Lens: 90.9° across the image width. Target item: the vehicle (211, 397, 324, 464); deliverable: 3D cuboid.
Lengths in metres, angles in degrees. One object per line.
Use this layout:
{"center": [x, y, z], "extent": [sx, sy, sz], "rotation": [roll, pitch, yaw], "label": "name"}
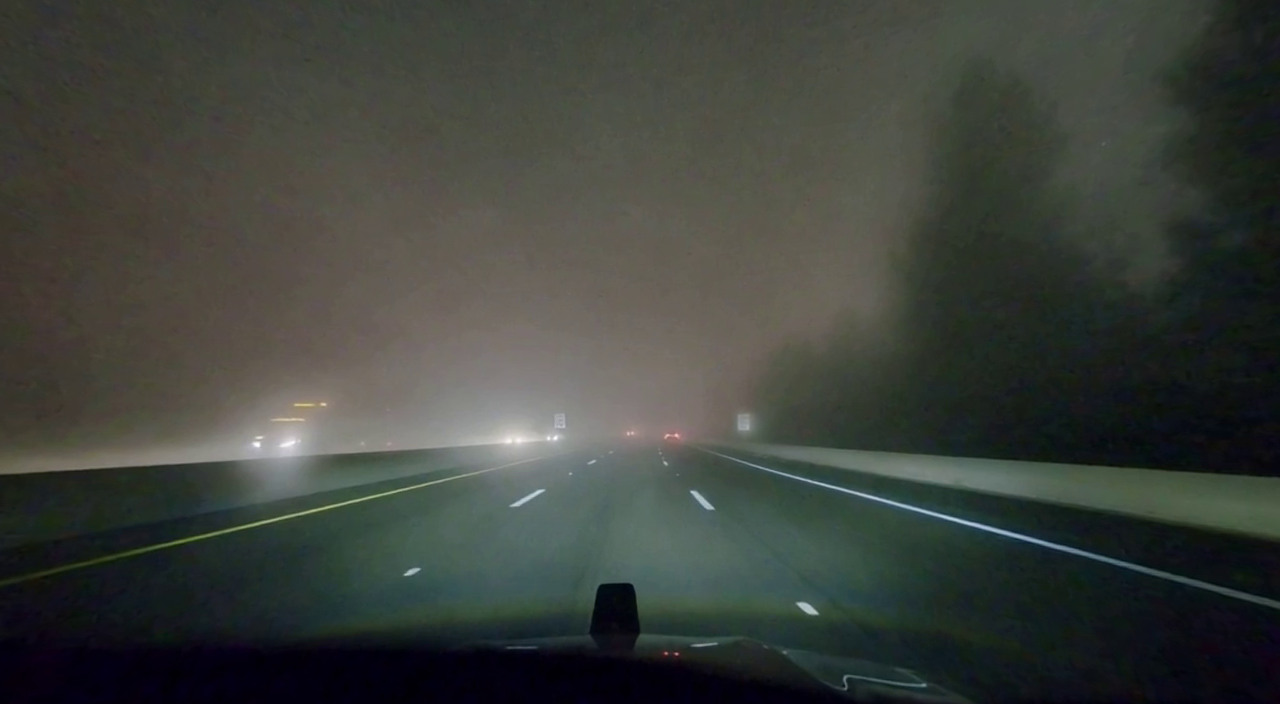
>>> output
{"center": [-23.982, 5.124, 41.083], "extent": [3.205, 4.025, 6.470], "rotation": [0, -8, 1], "label": "vehicle"}
